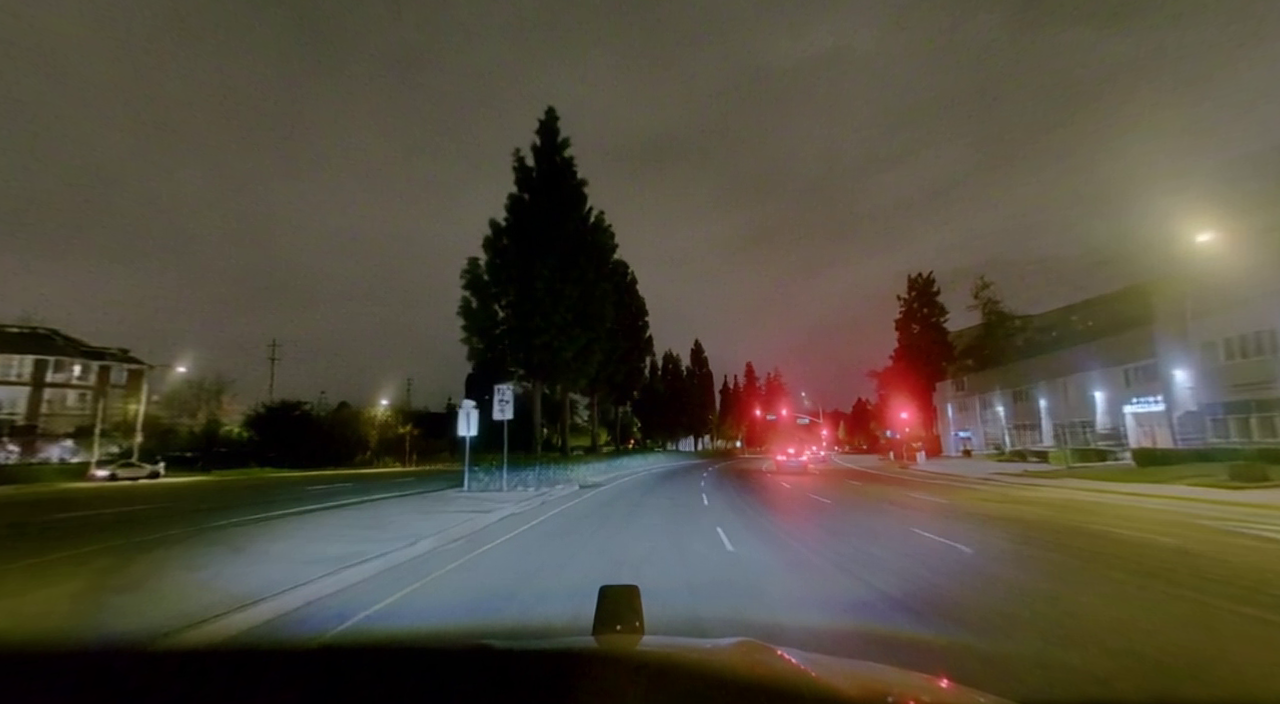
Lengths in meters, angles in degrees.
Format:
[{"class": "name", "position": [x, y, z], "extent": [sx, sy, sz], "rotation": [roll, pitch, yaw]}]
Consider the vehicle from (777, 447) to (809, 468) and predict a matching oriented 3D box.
[{"class": "vehicle", "position": [11.579, 7.965, 47.907], "extent": [1.988, 1.460, 3.996], "rotation": [-2, -9, 9]}]
